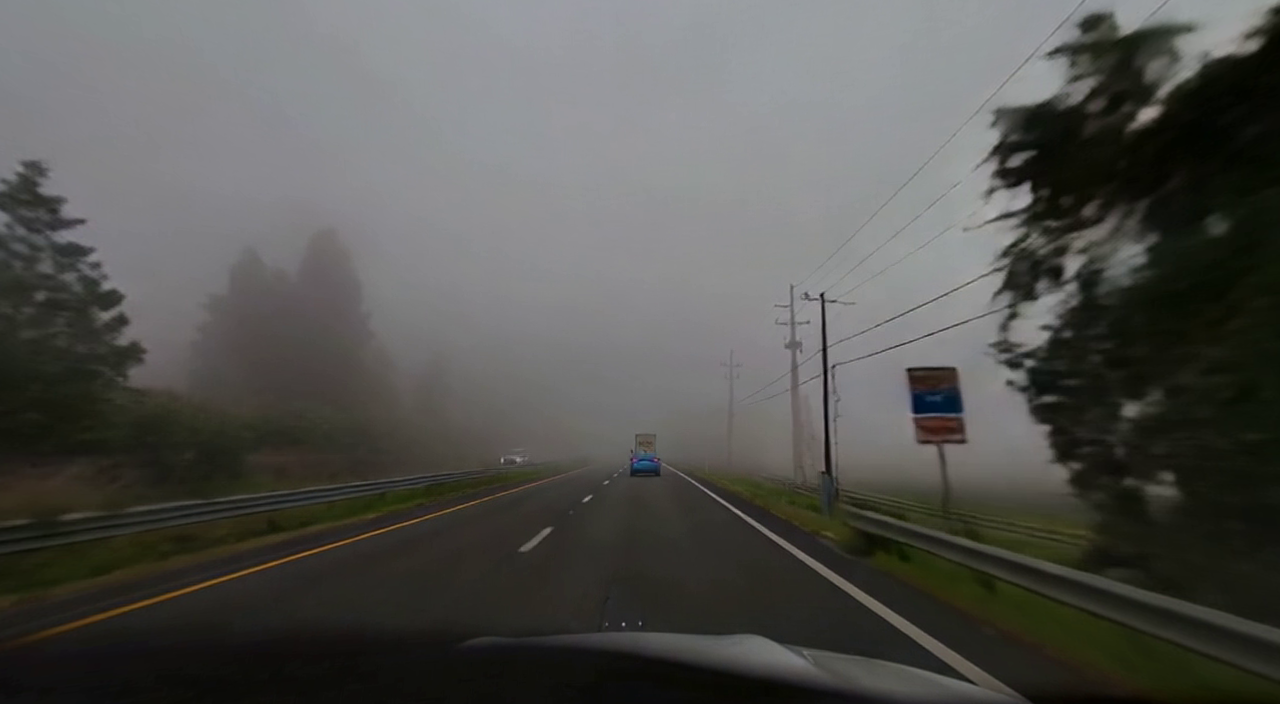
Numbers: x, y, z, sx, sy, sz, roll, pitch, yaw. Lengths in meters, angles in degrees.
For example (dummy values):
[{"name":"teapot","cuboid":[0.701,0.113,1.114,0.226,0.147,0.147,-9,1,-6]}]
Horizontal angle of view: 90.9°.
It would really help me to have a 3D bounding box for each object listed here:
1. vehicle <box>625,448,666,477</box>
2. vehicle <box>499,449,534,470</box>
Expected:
[{"name":"vehicle","cuboid":[0.244,6.002,34.353,2.080,1.486,3.813,0,-9,-1]},{"name":"vehicle","cuboid":[-9.058,7.893,46.392,1.838,1.480,3.699,0,-9,0]}]
